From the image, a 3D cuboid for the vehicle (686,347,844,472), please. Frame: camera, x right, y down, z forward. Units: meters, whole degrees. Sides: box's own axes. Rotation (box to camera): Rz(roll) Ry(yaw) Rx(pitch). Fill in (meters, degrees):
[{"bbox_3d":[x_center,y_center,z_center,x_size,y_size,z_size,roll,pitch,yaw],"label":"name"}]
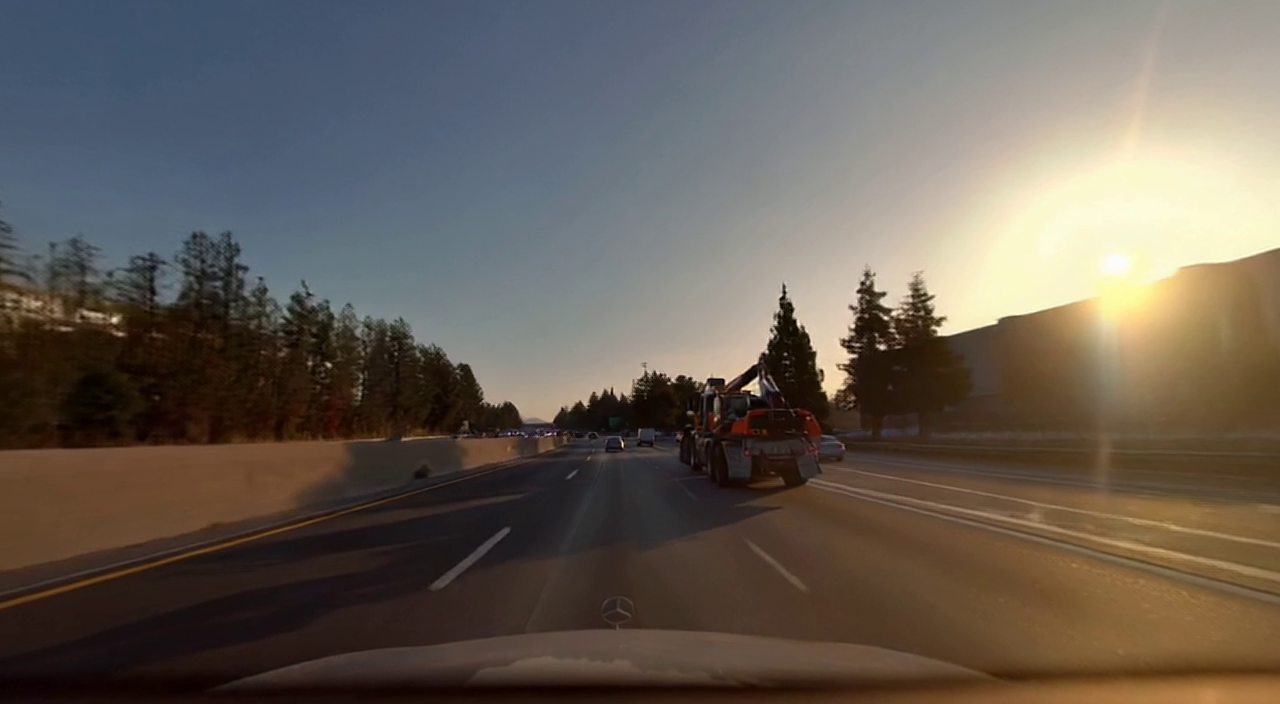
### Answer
[{"bbox_3d":[3.485,2.006,20.113,2.833,3.180,8.004,1,-8,-4],"label":"vehicle"}]
